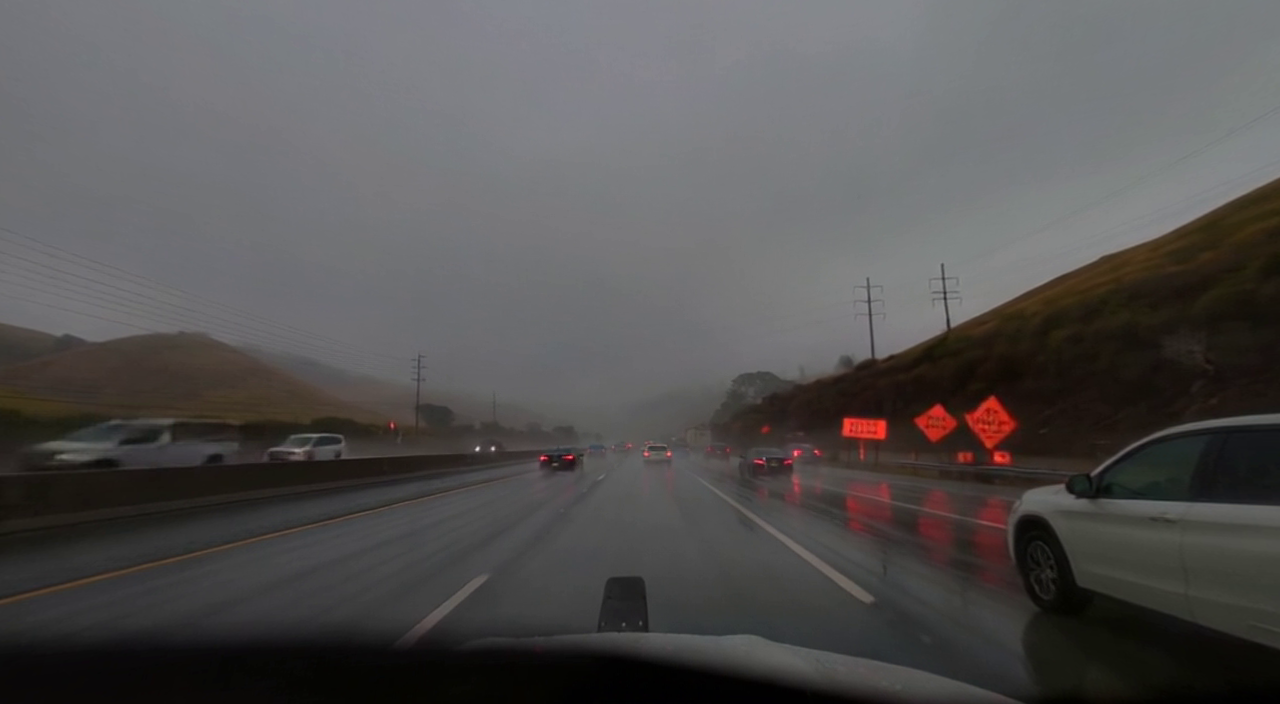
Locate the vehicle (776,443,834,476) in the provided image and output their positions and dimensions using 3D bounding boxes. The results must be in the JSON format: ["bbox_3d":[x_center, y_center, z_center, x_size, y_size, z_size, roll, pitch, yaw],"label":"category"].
[{"bbox_3d":[8.223,5.360,31.733,1.843,1.505,4.007,0,-8,0],"label":"vehicle"}]

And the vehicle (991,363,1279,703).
[{"bbox_3d":[3.863,0.880,2.738,2.018,1.670,4.658,0,-8,1],"label":"vehicle"}]

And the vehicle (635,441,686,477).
[{"bbox_3d":[0.869,4.815,28.701,2.138,1.473,4.392,0,-8,0],"label":"vehicle"}]

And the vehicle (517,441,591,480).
[{"bbox_3d":[-3.332,4.301,25.300,2.232,1.438,4.163,-1,-8,2],"label":"vehicle"}]

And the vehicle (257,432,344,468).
[{"bbox_3d":[-17.360,5.038,32.536,1.965,1.712,4.376,0,-8,1],"label":"vehicle"}]

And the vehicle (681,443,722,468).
[{"bbox_3d":[3.849,6.583,40.294,2.177,1.453,4.205,0,-8,0],"label":"vehicle"}]

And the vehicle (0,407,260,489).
[{"bbox_3d":[-14.285,2.755,18.195,2.547,1.937,6.432,0,-8,1],"label":"vehicle"}]

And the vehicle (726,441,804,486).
[{"bbox_3d":[4.426,4.004,22.976,1.867,1.465,4.093,0,-8,-1],"label":"vehicle"}]
